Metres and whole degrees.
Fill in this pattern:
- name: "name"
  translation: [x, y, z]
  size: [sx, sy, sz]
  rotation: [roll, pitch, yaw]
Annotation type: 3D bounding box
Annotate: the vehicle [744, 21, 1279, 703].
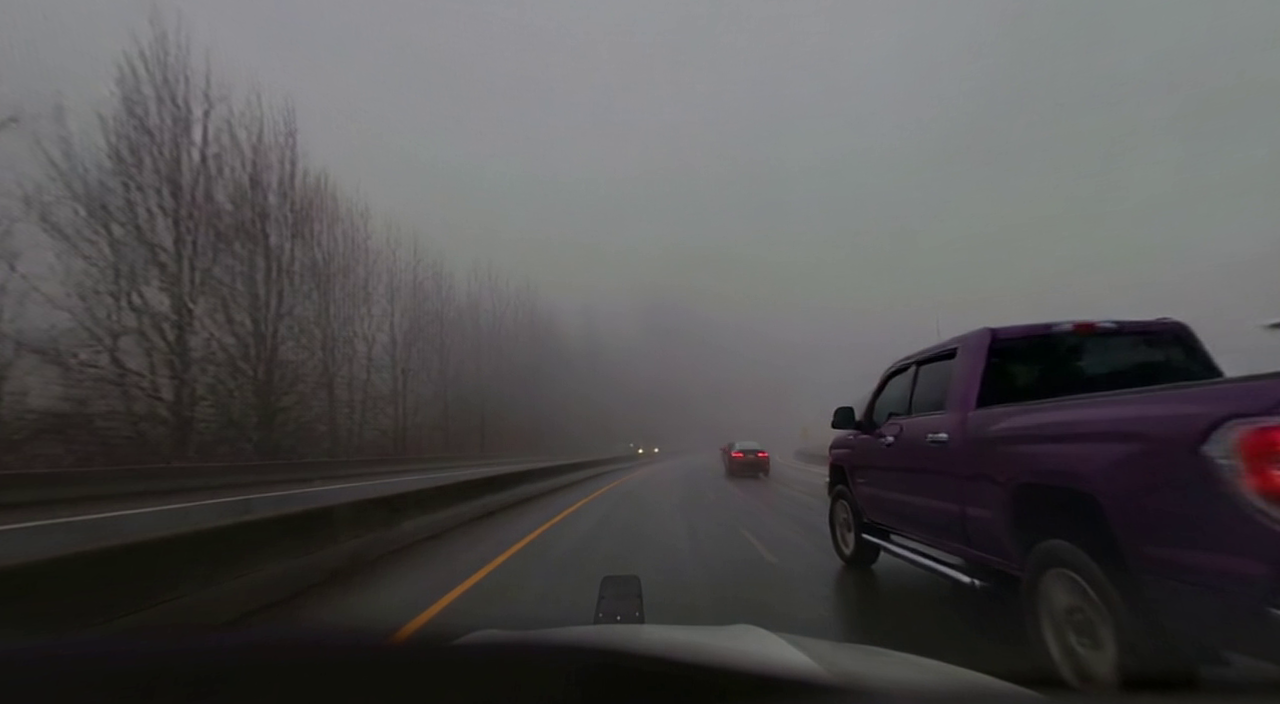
- name: "vehicle"
  translation: [4.081, 1.324, 9.734]
  size: [2.916, 3.563, 14.462]
  rotation: [0, -9, 2]
